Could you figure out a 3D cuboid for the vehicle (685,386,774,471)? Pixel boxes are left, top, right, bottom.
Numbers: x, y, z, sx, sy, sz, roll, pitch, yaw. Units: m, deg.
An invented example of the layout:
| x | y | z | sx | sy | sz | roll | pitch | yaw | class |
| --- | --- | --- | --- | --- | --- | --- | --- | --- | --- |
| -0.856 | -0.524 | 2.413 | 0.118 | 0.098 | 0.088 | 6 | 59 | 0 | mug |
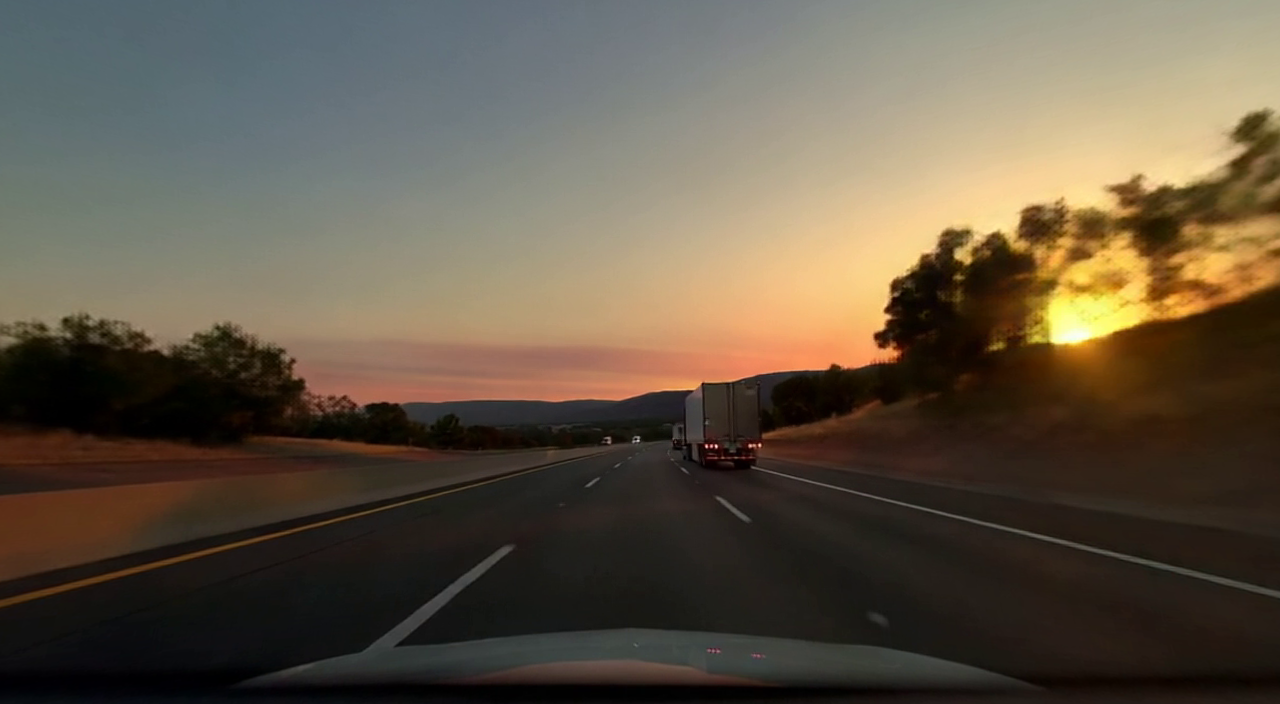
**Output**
| x | y | z | sx | sy | sz | roll | pitch | yaw | class |
| --- | --- | --- | --- | --- | --- | --- | --- | --- | --- |
| 4.699 | 4.672 | 36.734 | 3.485 | 3.975 | 14.489 | 0 | -8 | 1 | vehicle |
